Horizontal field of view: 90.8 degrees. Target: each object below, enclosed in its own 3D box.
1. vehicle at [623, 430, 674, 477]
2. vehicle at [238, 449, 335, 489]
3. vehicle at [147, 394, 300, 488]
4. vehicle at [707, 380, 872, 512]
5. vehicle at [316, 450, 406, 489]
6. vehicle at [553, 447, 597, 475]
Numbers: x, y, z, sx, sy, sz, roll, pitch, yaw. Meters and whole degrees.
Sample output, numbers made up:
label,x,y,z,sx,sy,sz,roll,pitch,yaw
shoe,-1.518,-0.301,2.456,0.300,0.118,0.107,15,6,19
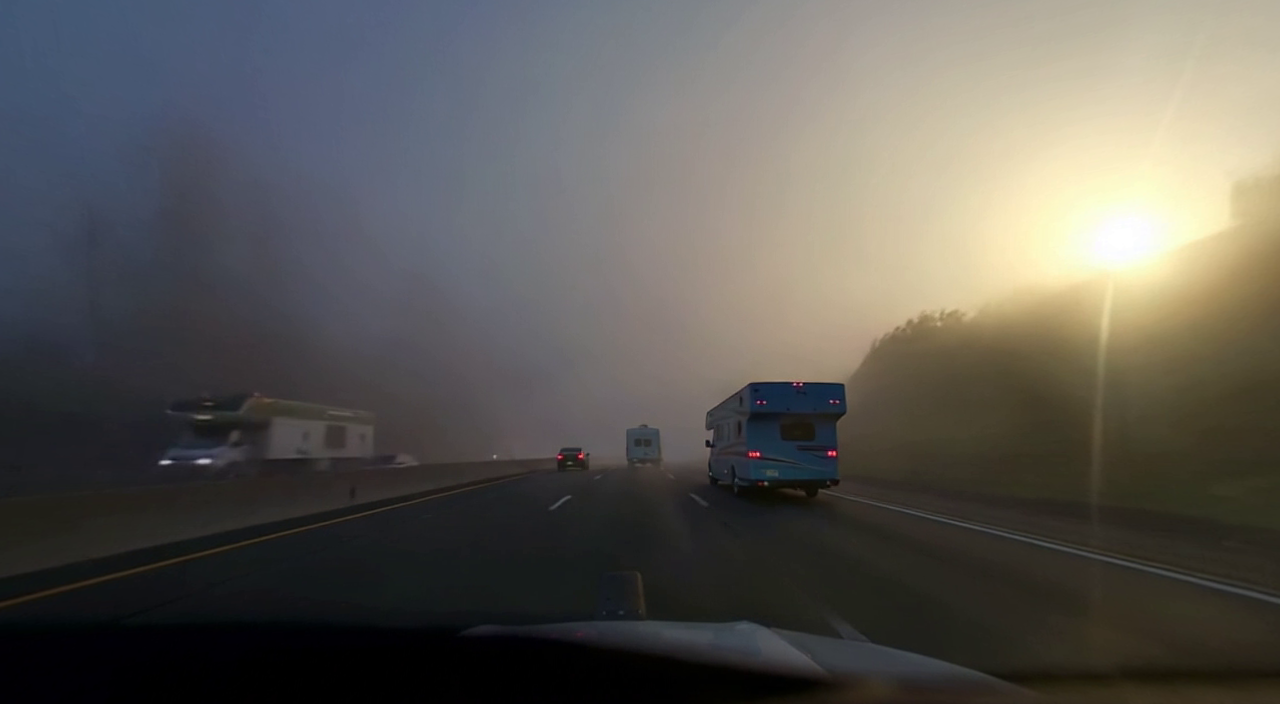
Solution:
label,x,y,z,sx,sy,sz,roll,pitch,yaw
vehicle,0.440,5.449,34.071,2.524,2.310,4.986,0,-9,0
vehicle,-15.166,5.005,27.330,1.908,1.598,3.831,0,-9,1
vehicle,-19.407,4.247,29.972,2.988,4.013,5.863,0,-9,1
vehicle,3.683,2.620,17.631,2.607,2.910,7.252,0,-9,-2
vehicle,-11.322,4.771,25.923,1.813,1.457,3.906,0,-9,1
vehicle,-3.650,6.223,36.230,1.959,1.502,4.559,0,-9,1
